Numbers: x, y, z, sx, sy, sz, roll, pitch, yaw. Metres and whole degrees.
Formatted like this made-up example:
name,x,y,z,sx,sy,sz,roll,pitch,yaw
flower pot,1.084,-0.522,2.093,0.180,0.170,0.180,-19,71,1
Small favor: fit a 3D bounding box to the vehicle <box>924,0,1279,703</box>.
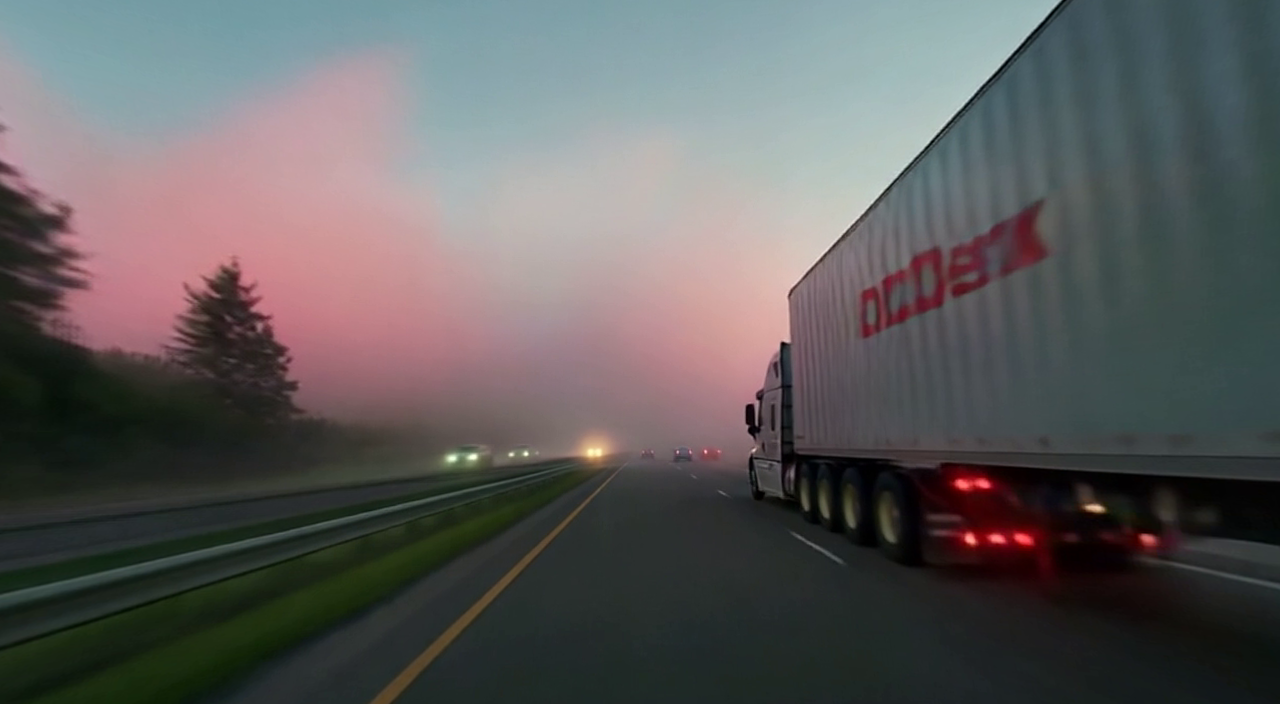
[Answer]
name,x,y,z,sx,sy,sz,roll,pitch,yaw
vehicle,3.984,-0.563,0.442,3.025,4.010,9.542,0,-9,0
